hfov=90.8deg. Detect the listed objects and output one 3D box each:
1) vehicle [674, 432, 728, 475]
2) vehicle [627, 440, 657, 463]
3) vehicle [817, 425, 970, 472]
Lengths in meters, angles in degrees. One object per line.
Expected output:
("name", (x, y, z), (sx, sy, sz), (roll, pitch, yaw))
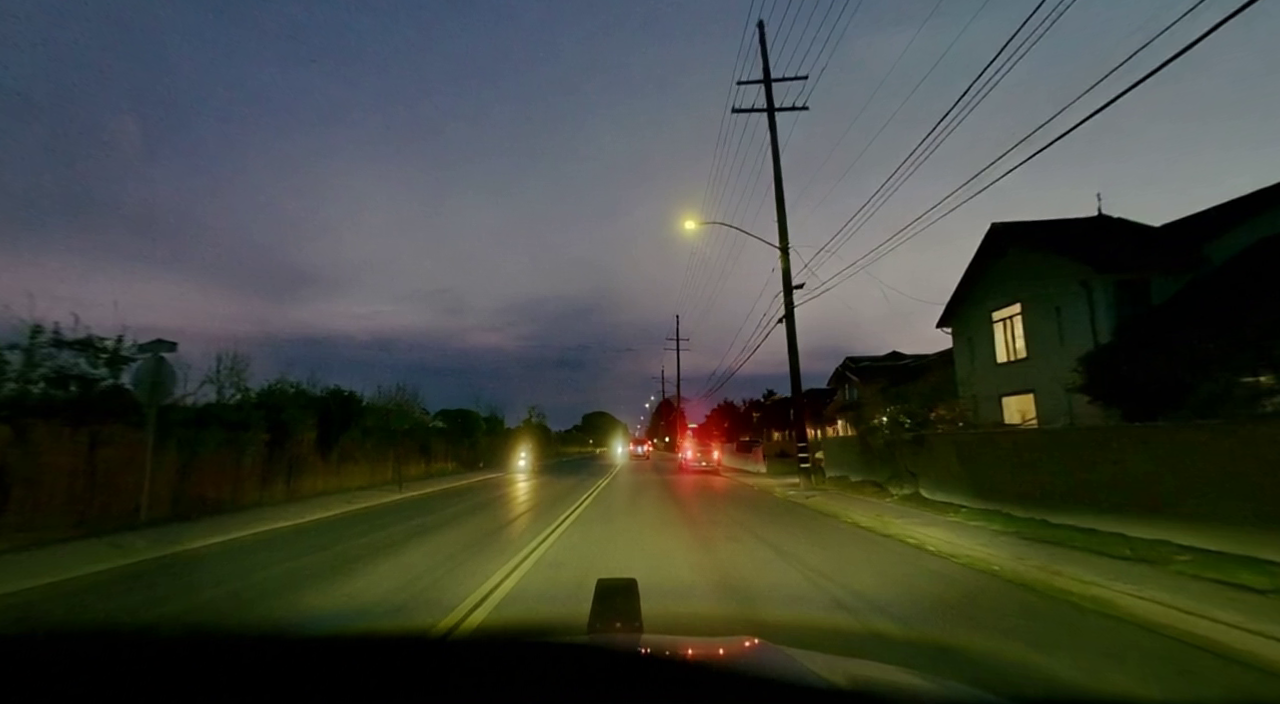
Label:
("vehicle", (3.222, 5.515, 34.535), (2.278, 1.933, 5.860), (4, -8, 0))
("vehicle", (0.139, 7.661, 48.852), (2.177, 1.703, 4.110), (0, -9, 0))
("vehicle", (11.254, 4.352, 28.412), (5.846, 1.971, 2.273), (-1, -9, 2))
